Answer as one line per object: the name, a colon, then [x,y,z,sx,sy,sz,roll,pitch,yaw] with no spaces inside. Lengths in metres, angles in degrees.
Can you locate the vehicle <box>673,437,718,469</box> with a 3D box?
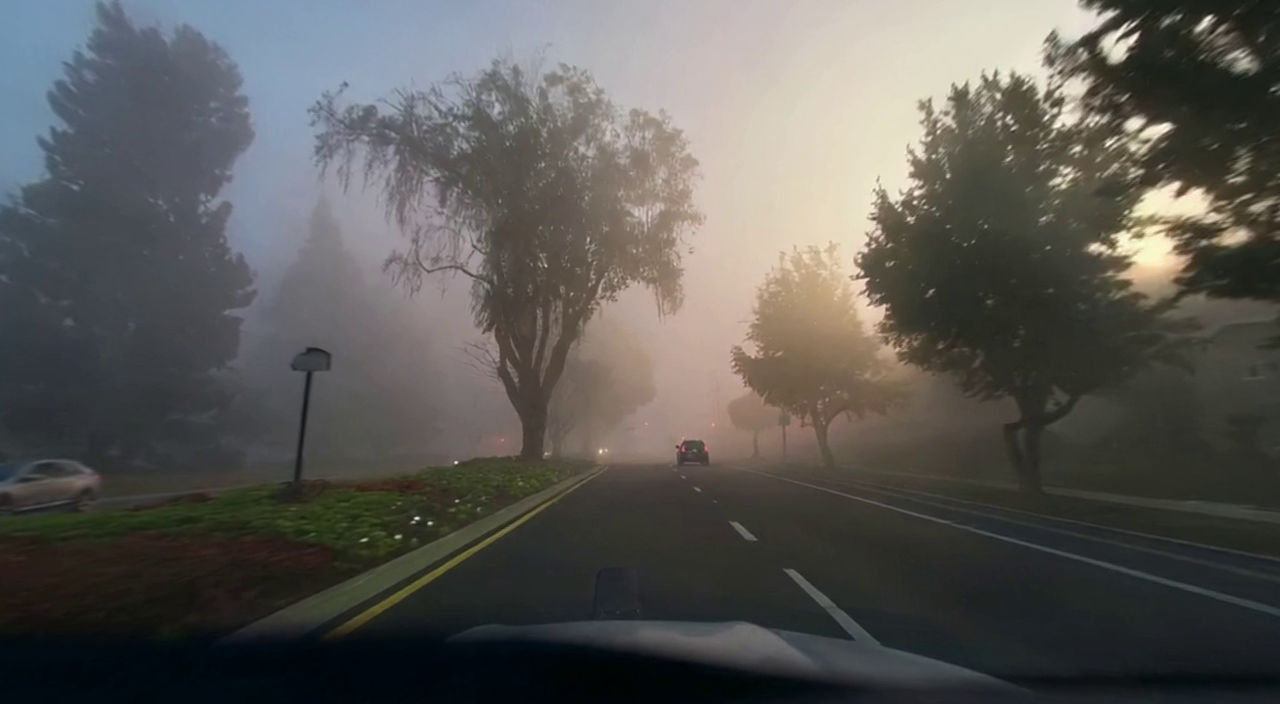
vehicle: [3.353,6.227,39.054,2.229,1.795,4.927,0,-9,-2]

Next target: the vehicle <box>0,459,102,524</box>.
vehicle: [-16.340,3.455,15.656,1.959,1.473,4.561,0,-9,1]
